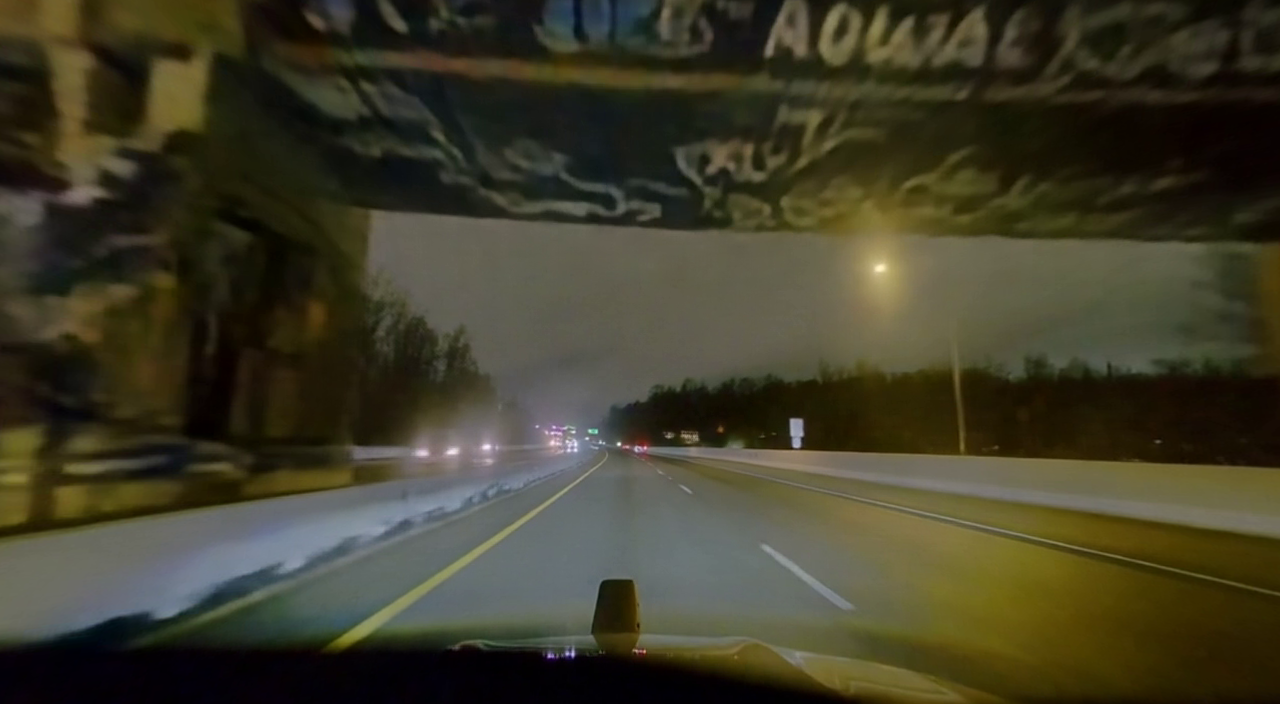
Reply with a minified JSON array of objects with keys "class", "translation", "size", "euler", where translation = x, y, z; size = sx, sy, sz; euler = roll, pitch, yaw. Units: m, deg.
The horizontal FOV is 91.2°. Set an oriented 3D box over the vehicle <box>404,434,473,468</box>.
[{"class":"vehicle","translation":[-9.652,4.805,30.391],"size":[1.956,1.507,4.346],"euler":[0,-9,-1]}]
